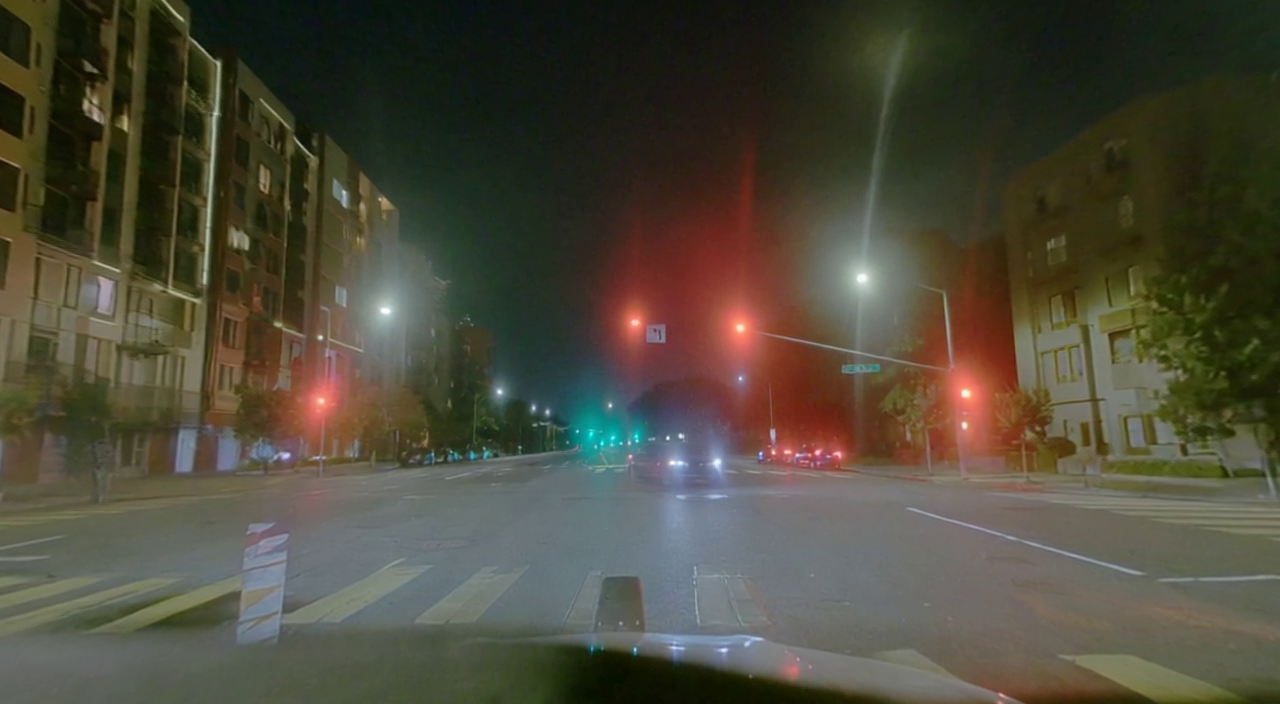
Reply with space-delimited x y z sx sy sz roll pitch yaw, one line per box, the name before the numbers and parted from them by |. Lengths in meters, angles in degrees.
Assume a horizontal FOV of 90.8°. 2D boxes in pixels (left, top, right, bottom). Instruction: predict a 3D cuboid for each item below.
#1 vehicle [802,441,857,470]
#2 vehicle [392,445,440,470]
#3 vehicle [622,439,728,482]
vehicle | 13.052 7.140 43.822 2.181 1.876 4.723 0 -8 -2
vehicle | -16.487 7.758 46.753 2.075 1.708 4.335 0 -8 -1
vehicle | 1.185 4.107 24.191 1.933 1.460 4.683 4 -10 -27
